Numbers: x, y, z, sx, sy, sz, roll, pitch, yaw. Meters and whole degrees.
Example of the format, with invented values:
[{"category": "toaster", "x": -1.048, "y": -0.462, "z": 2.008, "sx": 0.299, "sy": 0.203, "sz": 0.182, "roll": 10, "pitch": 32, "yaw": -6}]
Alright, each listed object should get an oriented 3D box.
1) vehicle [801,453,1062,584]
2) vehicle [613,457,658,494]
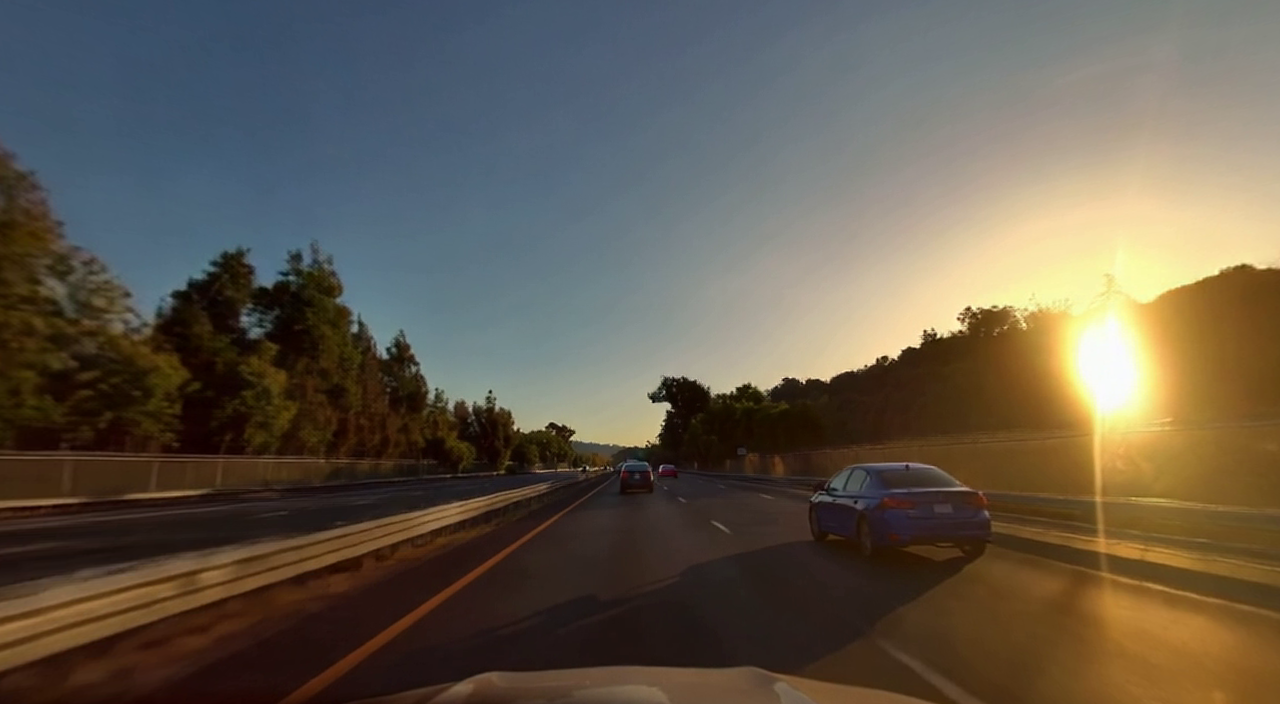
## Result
[{"category": "vehicle", "x": 3.952, "y": 2.344, "z": 9.487, "sx": 1.938, "sy": 1.494, "sz": 4.032, "roll": 1, "pitch": -11, "yaw": -1}, {"category": "vehicle", "x": -0.243, "y": 6.015, "z": 30.813, "sx": 2.037, "sy": 1.605, "sz": 3.833, "roll": 1, "pitch": -11, "yaw": 0}]
